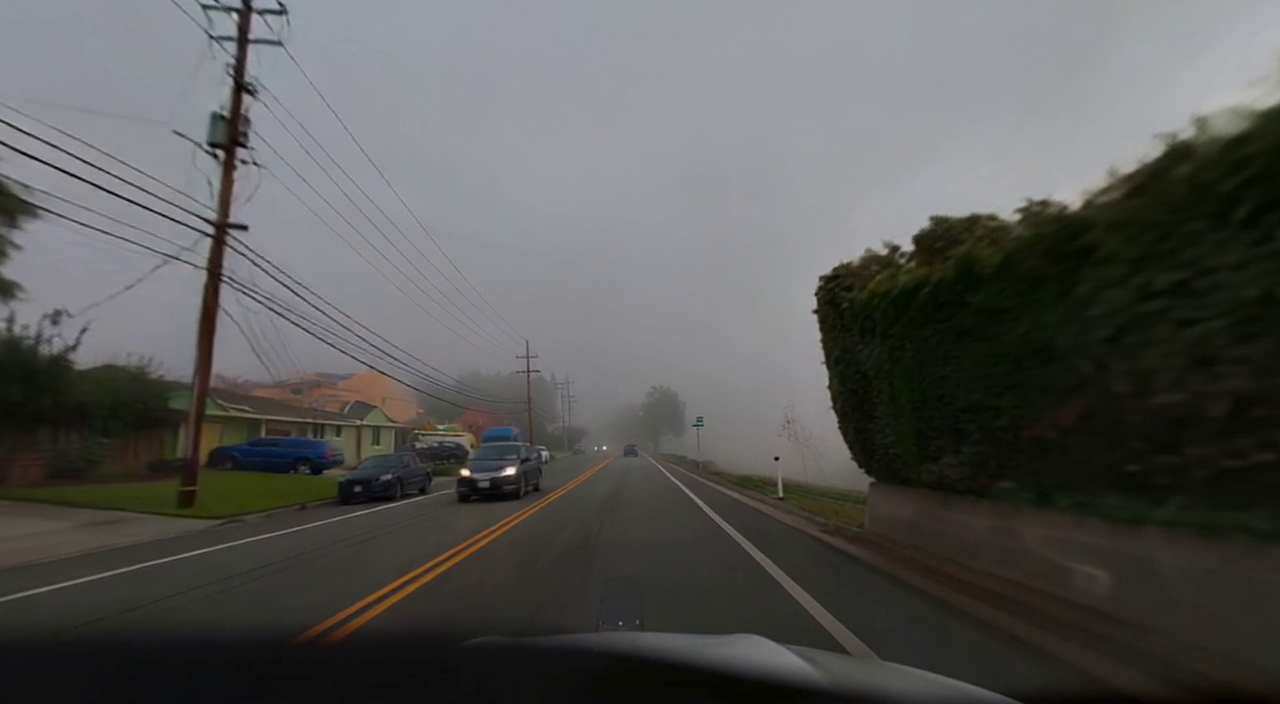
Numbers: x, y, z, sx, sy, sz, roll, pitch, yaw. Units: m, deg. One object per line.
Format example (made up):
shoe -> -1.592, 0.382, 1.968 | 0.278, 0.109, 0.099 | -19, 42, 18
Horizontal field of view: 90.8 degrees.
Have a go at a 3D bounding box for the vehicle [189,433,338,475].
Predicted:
vehicle -> -15.256, 4.182, 25.859 | 4.682, 1.549, 2.032 | 3, -9, -8

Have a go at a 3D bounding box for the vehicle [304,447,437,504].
vehicle -> -7.809, 3.588, 18.849 | 2.003, 1.460, 4.360 | 0, -8, 1

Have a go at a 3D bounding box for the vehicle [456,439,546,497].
vehicle -> -3.966, 3.350, 18.681 | 1.796, 1.516, 3.871 | 0, -8, 0
